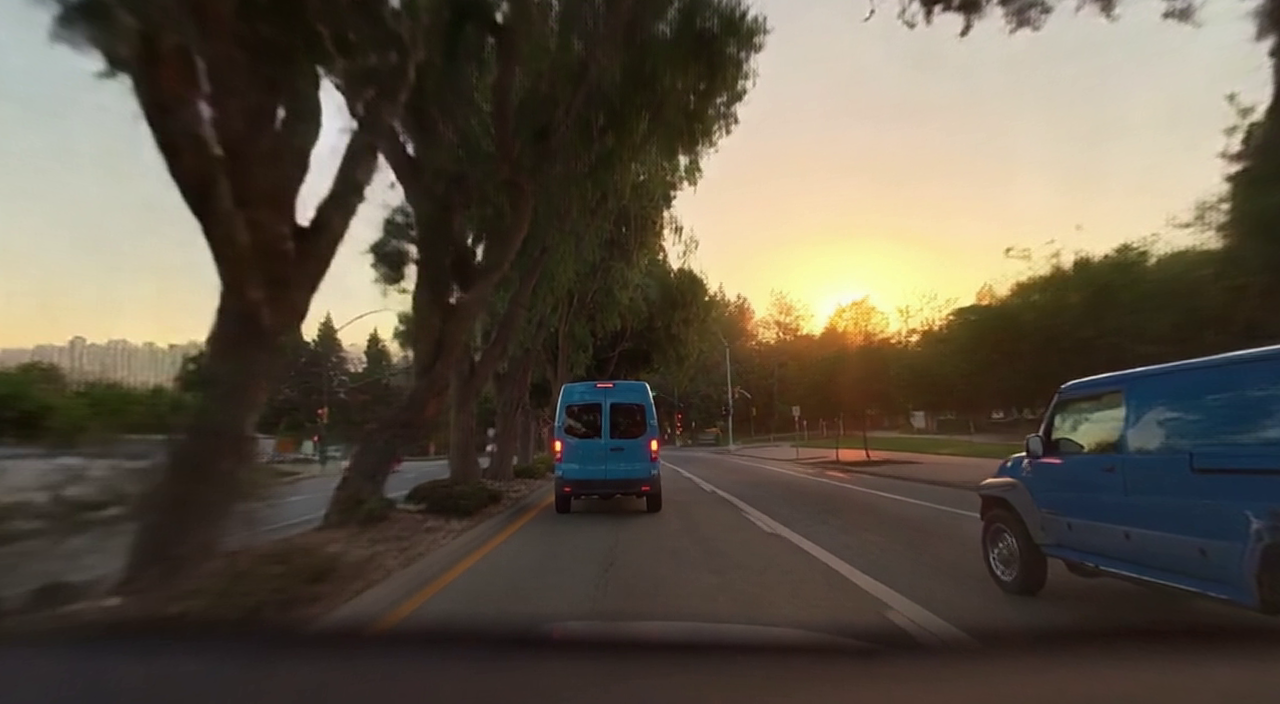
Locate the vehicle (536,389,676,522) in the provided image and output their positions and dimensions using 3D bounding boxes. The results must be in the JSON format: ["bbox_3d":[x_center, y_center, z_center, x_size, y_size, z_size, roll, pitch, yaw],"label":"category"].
[{"bbox_3d":[-0.497,1.925,11.995,2.145,2.046,4.309,0,-9,1],"label":"vehicle"}]

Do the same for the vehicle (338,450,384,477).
[{"bbox_3d":[-16.921,6.772,38.524,1.833,1.504,4.141,2,-9,-14],"label":"vehicle"}]

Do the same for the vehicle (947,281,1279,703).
[{"bbox_3d":[3.713,0.762,3.482,1.988,1.873,3.968,0,-9,0],"label":"vehicle"}]
